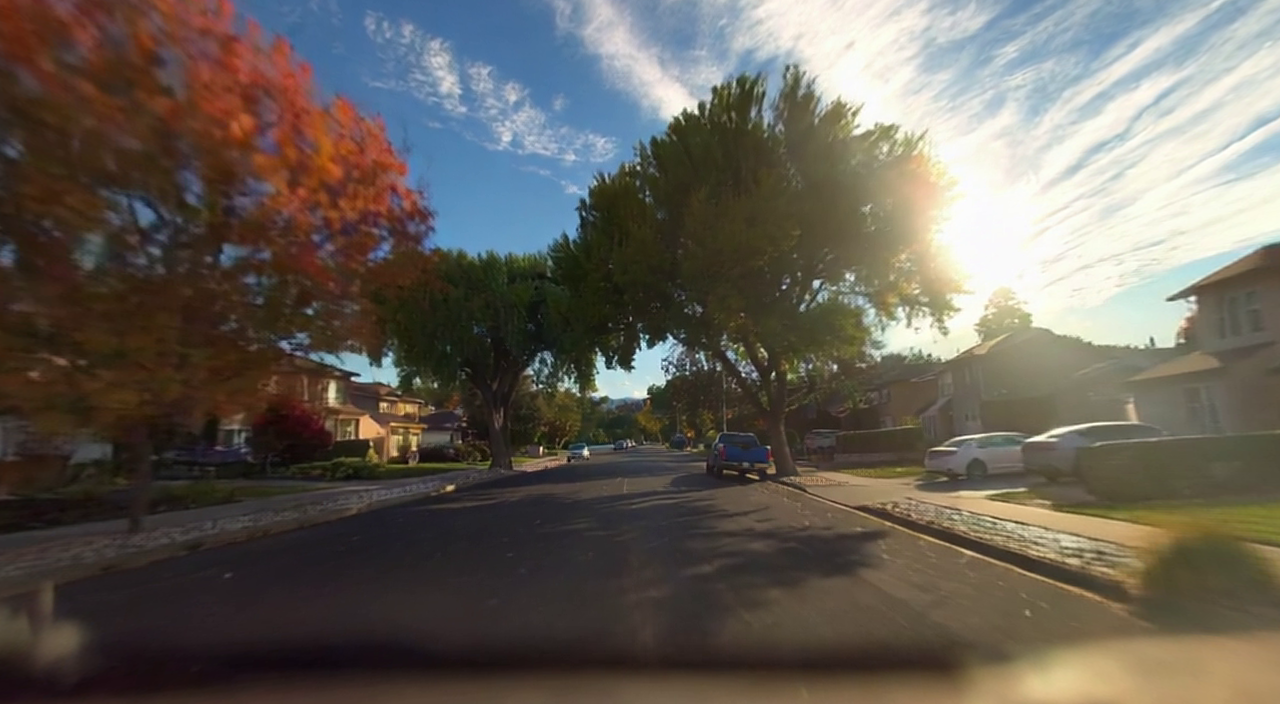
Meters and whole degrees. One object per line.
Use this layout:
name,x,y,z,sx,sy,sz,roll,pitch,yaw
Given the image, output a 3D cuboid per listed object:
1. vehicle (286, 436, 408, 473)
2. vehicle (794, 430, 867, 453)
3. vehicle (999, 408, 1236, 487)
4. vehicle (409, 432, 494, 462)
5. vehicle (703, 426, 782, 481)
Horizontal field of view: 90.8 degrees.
vehicle,-12.448,4.352,27.036,4.225,1.498,1.917,0,-8,2
vehicle,13.114,6.186,43.688,4.486,1.579,1.880,-1,-8,4
vehicle,11.677,2.363,15.765,4.069,1.680,2.156,-2,-7,3
vehicle,-12.095,6.118,40.740,4.807,1.846,2.024,0,-8,4
vehicle,4.009,4.100,25.910,2.313,1.962,6.029,0,-8,1
